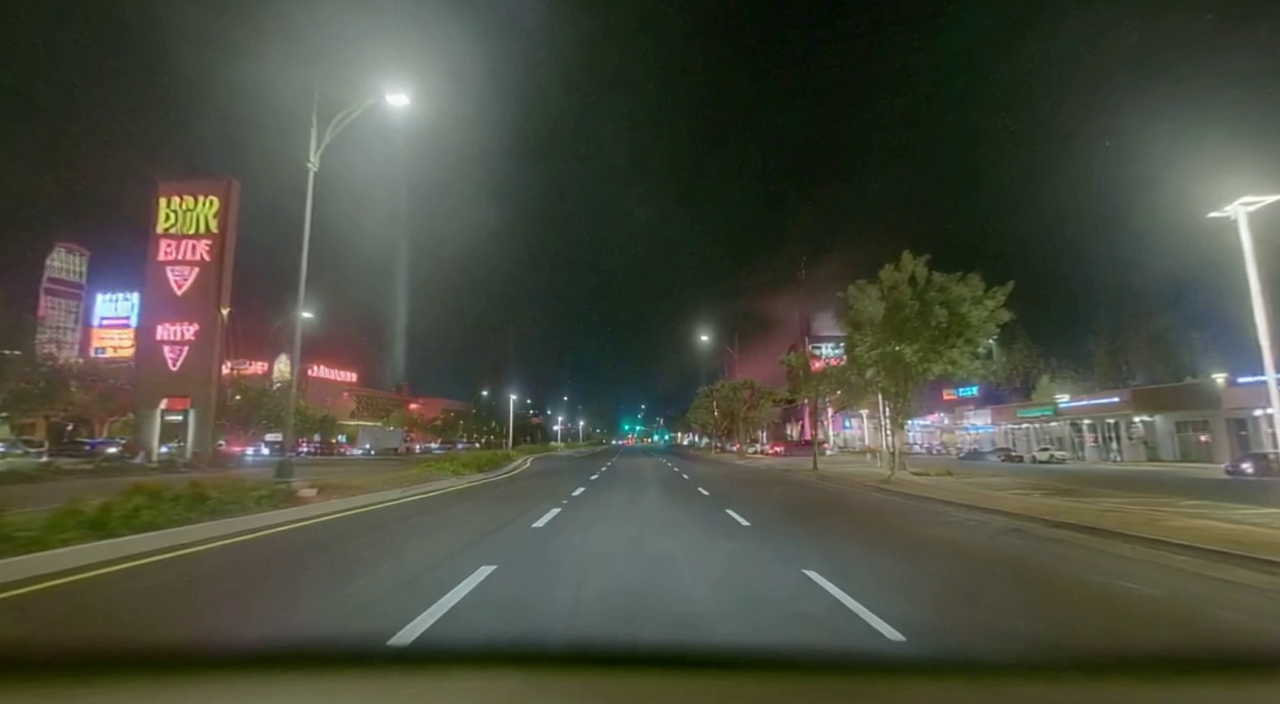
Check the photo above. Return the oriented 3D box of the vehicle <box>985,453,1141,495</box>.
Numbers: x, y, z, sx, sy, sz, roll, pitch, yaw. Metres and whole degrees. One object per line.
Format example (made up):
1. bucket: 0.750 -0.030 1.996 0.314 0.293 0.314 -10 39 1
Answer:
1. vehicle: 17.207 4.975 25.930 4.711 1.494 2.224 -2 -9 3

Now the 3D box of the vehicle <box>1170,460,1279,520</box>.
1. vehicle: 17.651 3.725 17.301 4.399 1.480 2.045 0 -8 -1

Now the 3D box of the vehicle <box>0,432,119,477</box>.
1. vehicle: -29.115 4.903 30.408 2.423 1.933 6.673 0 -9 0

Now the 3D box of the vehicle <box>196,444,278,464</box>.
1. vehicle: -30.368 7.683 47.676 4.880 1.464 1.953 0 -8 1

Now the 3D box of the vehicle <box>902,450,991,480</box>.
1. vehicle: 16.911 6.214 34.967 3.889 1.590 1.950 0 -8 0

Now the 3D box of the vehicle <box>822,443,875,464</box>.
1. vehicle: 15.796 7.697 48.073 1.936 1.464 4.867 1 -8 -6
